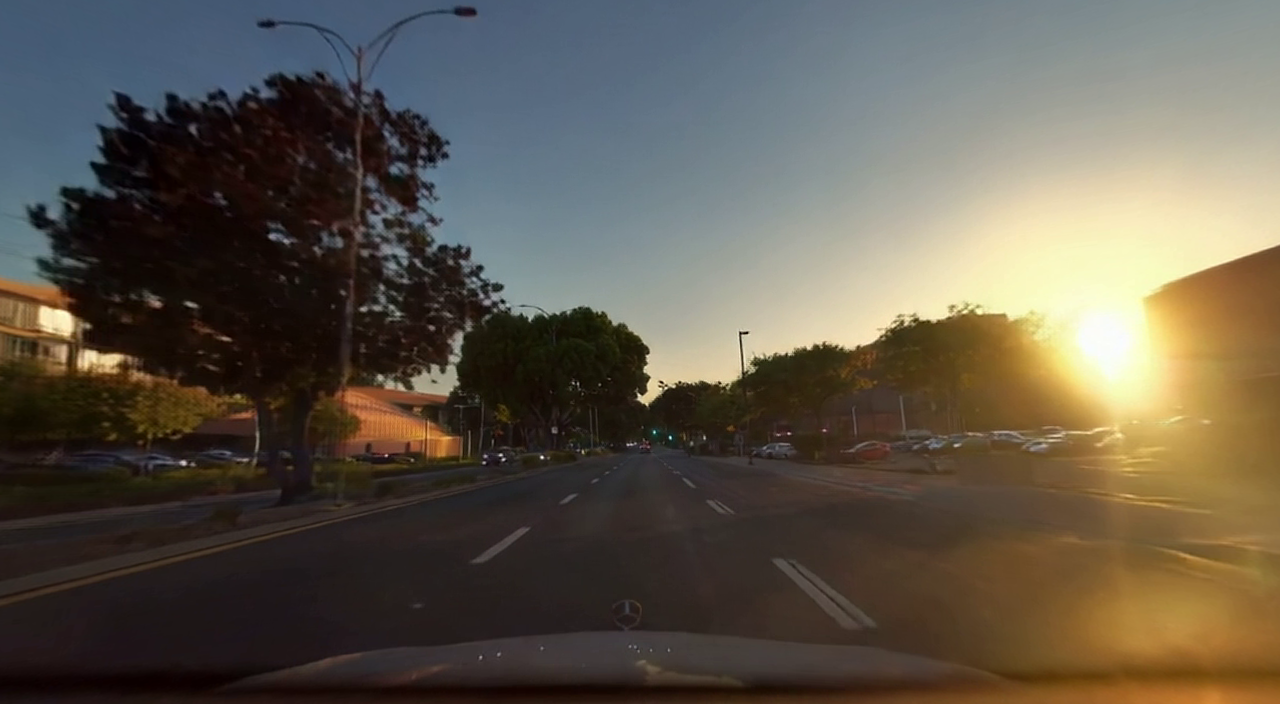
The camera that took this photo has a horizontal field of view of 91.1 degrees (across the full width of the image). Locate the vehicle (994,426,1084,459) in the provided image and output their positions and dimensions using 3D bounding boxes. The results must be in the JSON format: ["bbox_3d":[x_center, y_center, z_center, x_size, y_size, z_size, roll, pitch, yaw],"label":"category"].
[{"bbox_3d":[26.949,6.174,42.472,4.569,1.929,2.084,-2,-10,-3],"label":"vehicle"}]

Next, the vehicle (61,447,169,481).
[{"bbox_3d":[-35.909,7.658,43.210,2.471,2.129,5.492,-1,-9,3],"label":"vehicle"}]

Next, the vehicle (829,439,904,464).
[{"bbox_3d":[17.043,7.496,47.326,4.720,1.769,2.229,0,-9,-3],"label":"vehicle"}]

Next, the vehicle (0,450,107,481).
[{"bbox_3d":[-40.603,7.808,43.506,2.266,1.915,5.560,-1,-8,3],"label":"vehicle"}]
